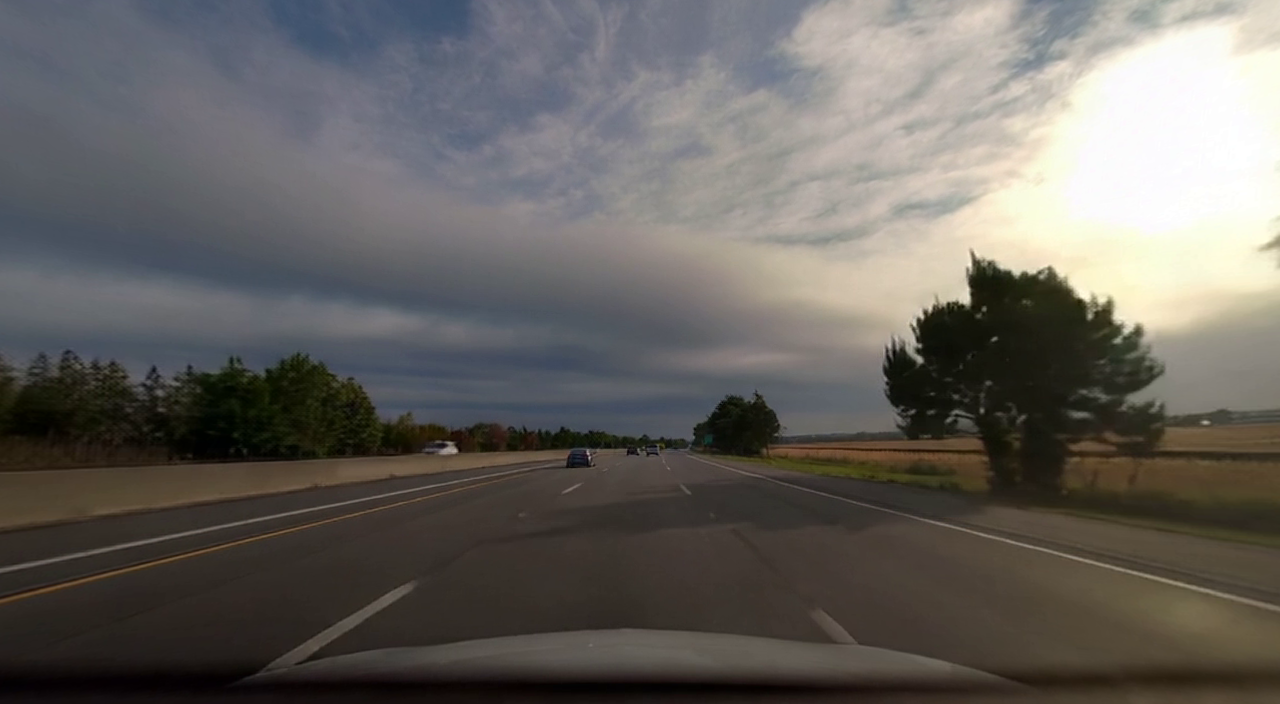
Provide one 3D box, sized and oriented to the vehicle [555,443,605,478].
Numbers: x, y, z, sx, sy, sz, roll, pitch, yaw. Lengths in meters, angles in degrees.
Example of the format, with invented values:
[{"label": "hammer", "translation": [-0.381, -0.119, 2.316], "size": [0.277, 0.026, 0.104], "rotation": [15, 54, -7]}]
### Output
[{"label": "vehicle", "translation": [-2.926, 5.420, 31.630], "size": [1.959, 1.571, 4.313], "rotation": [-1, -9, 2]}]
